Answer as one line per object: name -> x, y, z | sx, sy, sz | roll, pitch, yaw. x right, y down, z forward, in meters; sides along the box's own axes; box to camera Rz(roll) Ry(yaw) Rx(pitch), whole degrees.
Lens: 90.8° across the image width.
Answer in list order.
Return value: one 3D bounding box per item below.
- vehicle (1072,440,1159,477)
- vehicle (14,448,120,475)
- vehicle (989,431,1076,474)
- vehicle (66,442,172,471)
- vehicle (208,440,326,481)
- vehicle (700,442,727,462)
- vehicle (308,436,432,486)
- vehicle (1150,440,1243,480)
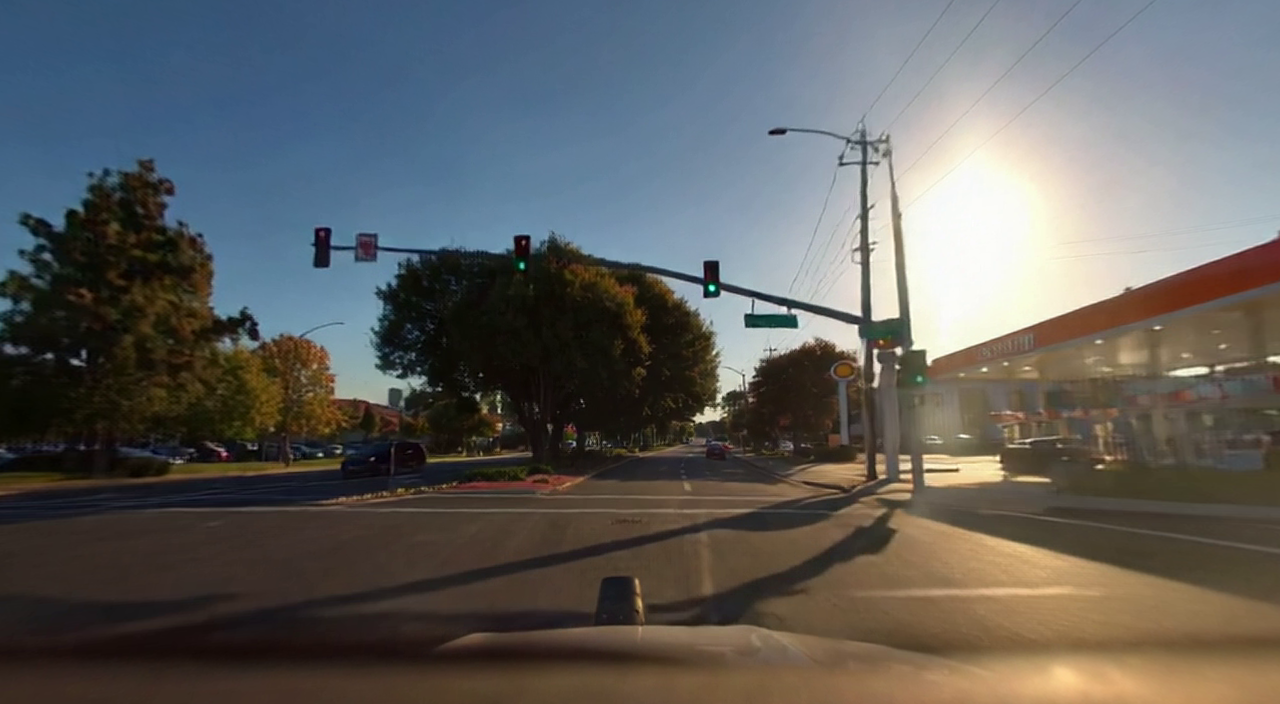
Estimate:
vehicle -> 20.235, 4.595, 26.811 | 4.553, 1.371, 2.019 | 11, -17, -42
vehicle -> -32.542, 6.218, 35.943 | 4.233, 1.434, 1.961 | -1, -9, 4
vehicle -> 17.908, 4.566, 28.731 | 4.601, 1.766, 2.015 | 7, -13, -42
vehicle -> -32.094, 6.437, 38.997 | 4.820, 1.694, 2.101 | -1, -9, 5
vehicle -> -15.475, 4.539, 26.612 | 1.989, 1.509, 4.881 | -1, -9, 0
vehicle -> 5.724, 7.869, 49.657 | 1.908, 1.492, 3.977 | -1, -9, 3
vehicle -> -9.004, 3.674, 21.592 | 2.023, 1.498, 4.605 | -1, -9, 3
vehicle -> 22.048, 4.222, 24.977 | 4.329, 1.461, 1.873 | 6, -11, -38
